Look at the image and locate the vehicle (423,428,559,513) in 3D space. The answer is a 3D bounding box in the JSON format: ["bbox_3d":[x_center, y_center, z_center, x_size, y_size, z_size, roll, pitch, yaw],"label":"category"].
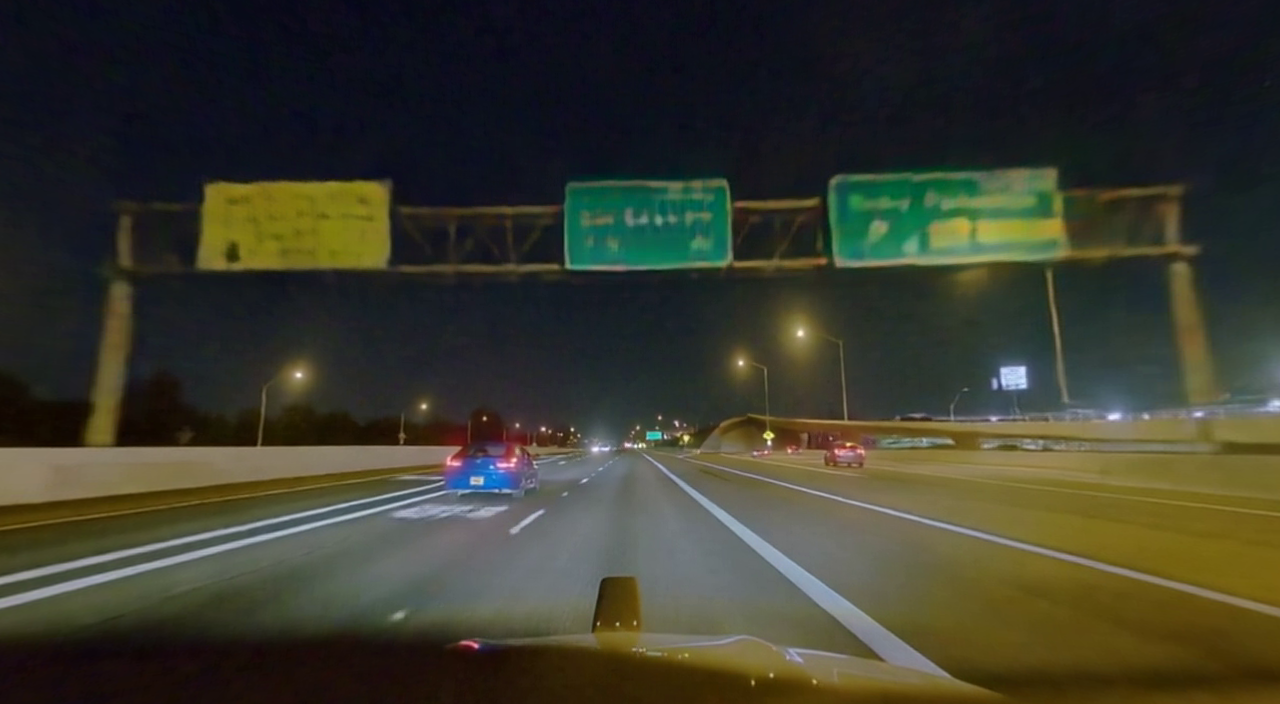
[{"bbox_3d":[-3.292,2.711,14.976,2.178,1.699,4.321,0,-8,-1],"label":"vehicle"}]
